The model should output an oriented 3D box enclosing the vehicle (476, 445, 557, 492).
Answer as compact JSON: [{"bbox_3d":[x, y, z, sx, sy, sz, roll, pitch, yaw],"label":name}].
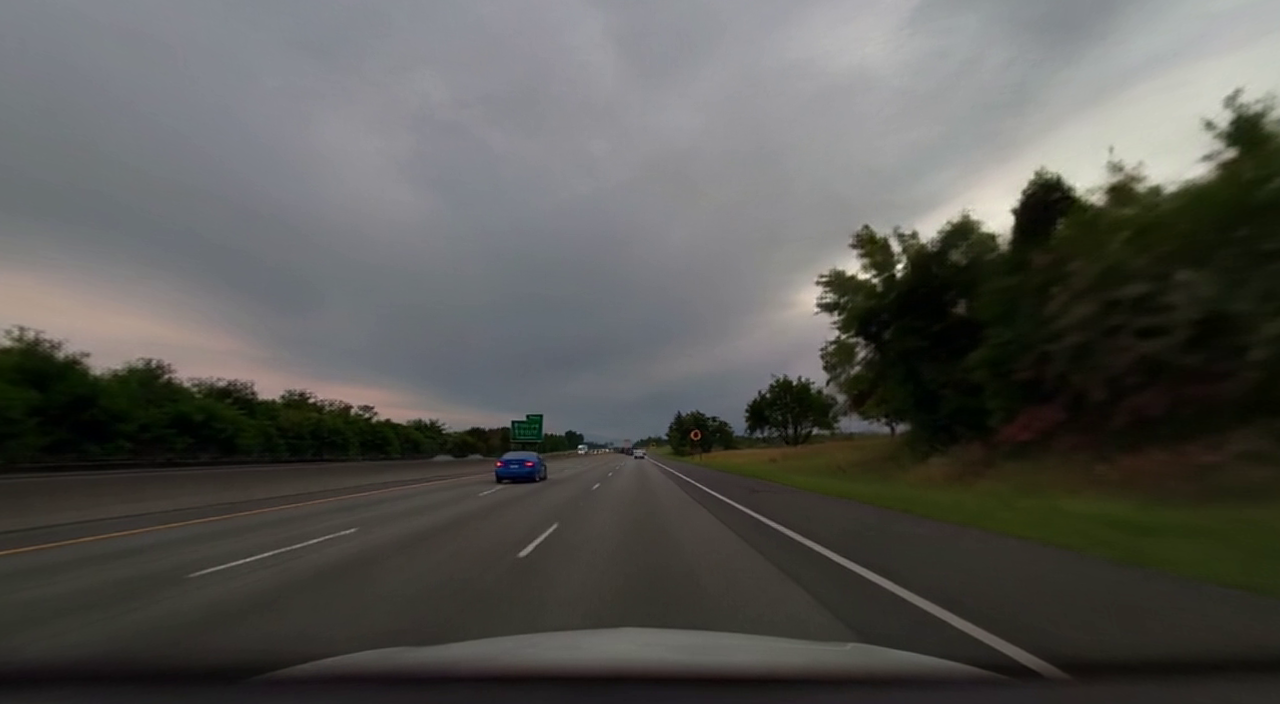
[{"bbox_3d":[-4.382,4.190,23.018,2.121,1.537,3.852,0,-9,1],"label":"vehicle"}]
